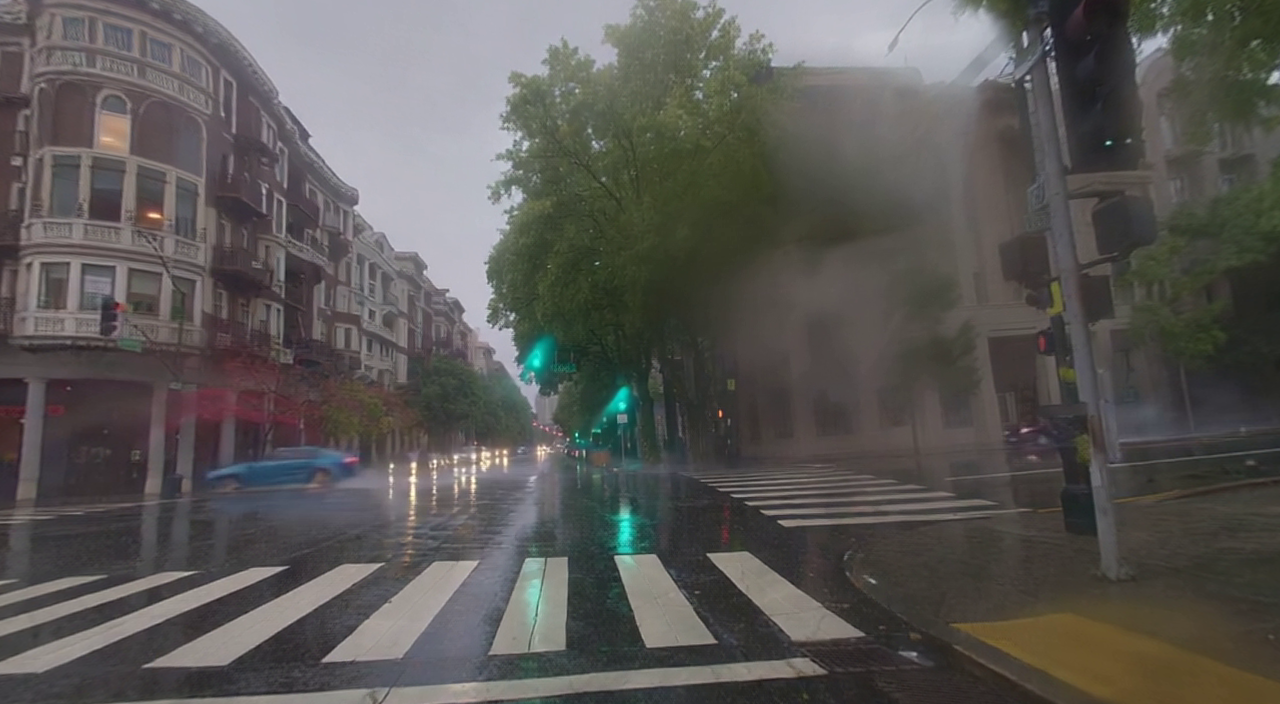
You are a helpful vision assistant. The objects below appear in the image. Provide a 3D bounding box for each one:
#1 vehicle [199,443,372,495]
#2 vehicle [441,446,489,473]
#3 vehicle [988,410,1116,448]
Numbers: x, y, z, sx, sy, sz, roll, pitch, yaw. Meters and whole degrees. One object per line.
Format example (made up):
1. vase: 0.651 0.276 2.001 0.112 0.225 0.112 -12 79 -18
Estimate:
1. vehicle: -11.847 3.934 21.450 4.626 1.636 2.004 1 -8 -7
2. vehicle: -10.492 6.464 38.154 2.196 1.503 4.371 1 -9 -8
3. vehicle: 16.961 3.203 26.064 4.320 1.456 1.803 2 -9 -12
